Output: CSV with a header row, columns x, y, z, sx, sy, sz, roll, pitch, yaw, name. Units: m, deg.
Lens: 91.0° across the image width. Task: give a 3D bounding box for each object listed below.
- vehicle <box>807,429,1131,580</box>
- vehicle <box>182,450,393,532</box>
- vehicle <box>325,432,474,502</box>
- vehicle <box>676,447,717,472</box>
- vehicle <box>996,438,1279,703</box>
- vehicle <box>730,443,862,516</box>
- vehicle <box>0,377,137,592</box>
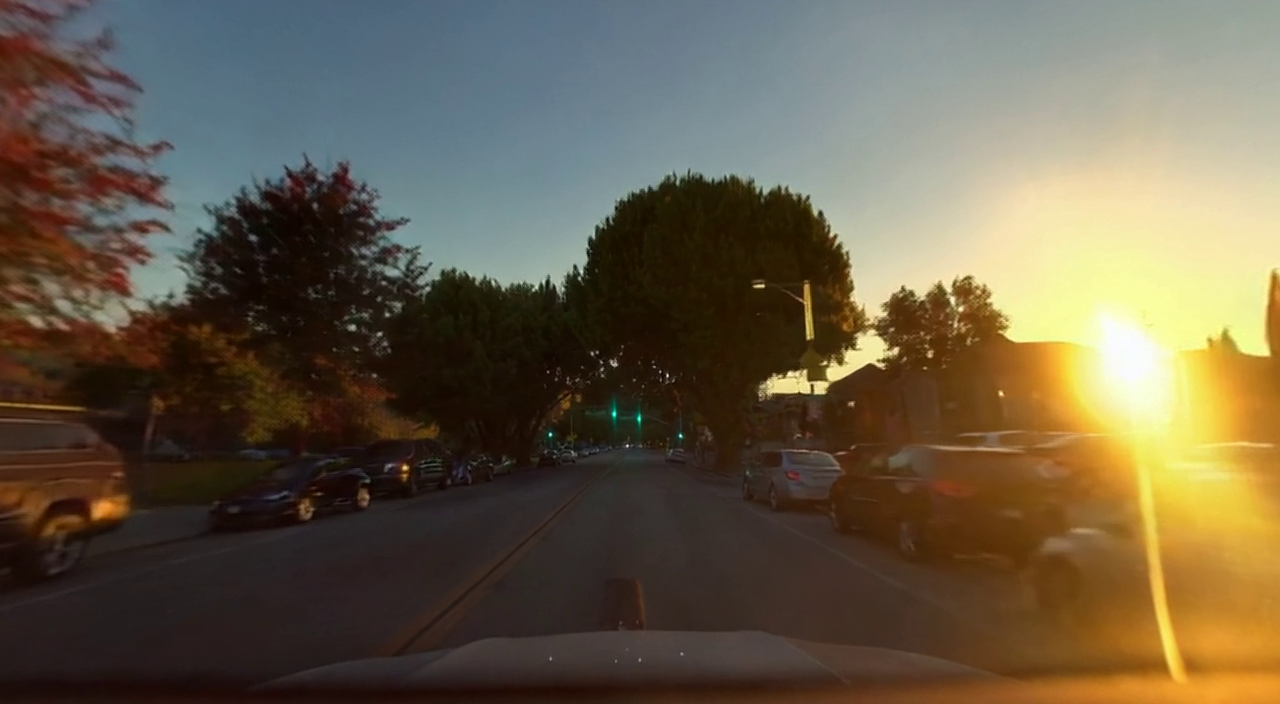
x,y,z,sx,sy,sz,roll,pitch,yaw,name
4.055,1.929,8.942,1.854,1.537,4.759,0,-9,-3,vehicle
-7.568,2.995,14.254,2.057,1.486,4.759,0,-9,0,vehicle
-7.622,3.709,20.873,2.613,1.959,5.843,0,-9,0,vehicle
3.460,6.734,39.602,2.005,1.466,4.767,0,-9,-1,vehicle
4.032,1.137,3.013,2.090,1.435,4.376,0,-9,0,vehicle
3.525,2.962,15.231,2.033,1.467,4.471,0,-9,0,vehicle
-7.577,1.208,5.413,2.146,2.167,5.339,0,-9,-2,vehicle
